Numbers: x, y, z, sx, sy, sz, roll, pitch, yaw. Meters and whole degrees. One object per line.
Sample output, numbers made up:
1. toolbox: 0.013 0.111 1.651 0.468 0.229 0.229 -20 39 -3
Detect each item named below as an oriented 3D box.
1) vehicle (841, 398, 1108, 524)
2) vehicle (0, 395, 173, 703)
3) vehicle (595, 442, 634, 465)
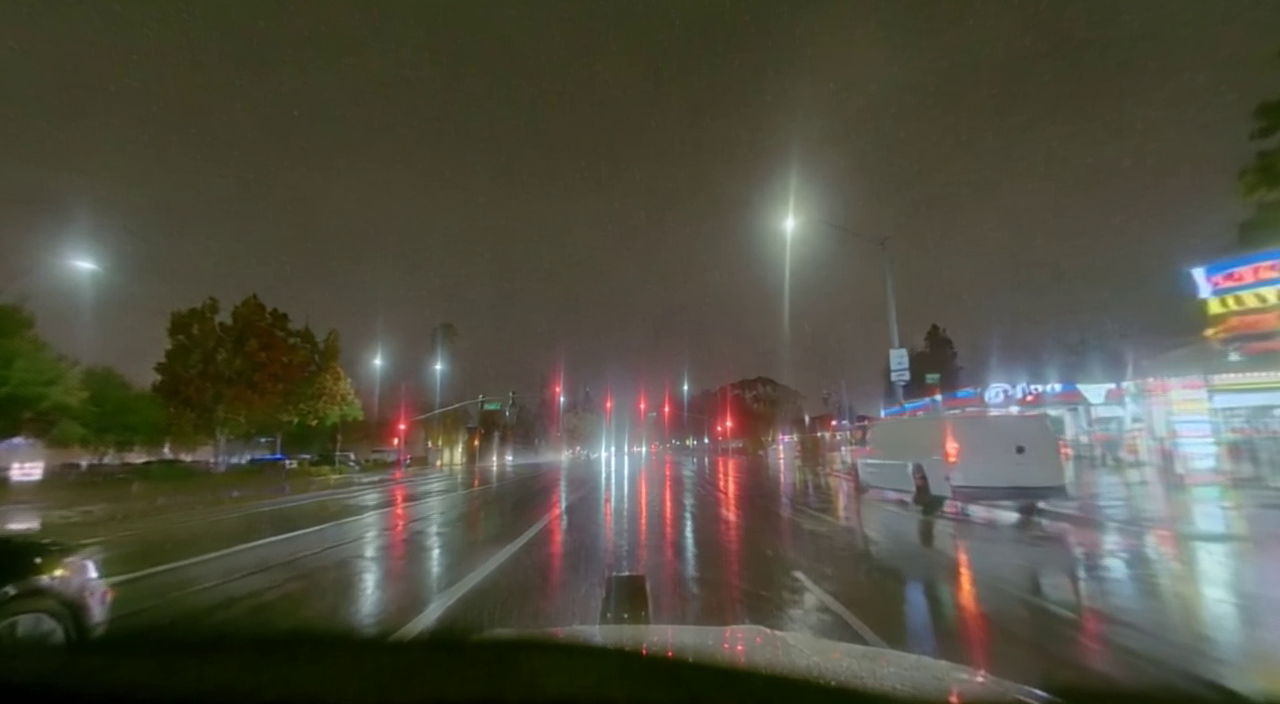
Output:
1. vehicle: 7.255 2.495 15.001 2.764 2.327 6.492 0 -8 0
2. vehicle: -3.414 0.699 0.961 2.018 1.470 4.346 0 -8 1
3. vehicle: -1.673 7.014 43.673 2.082 1.460 4.442 -1 -8 6
